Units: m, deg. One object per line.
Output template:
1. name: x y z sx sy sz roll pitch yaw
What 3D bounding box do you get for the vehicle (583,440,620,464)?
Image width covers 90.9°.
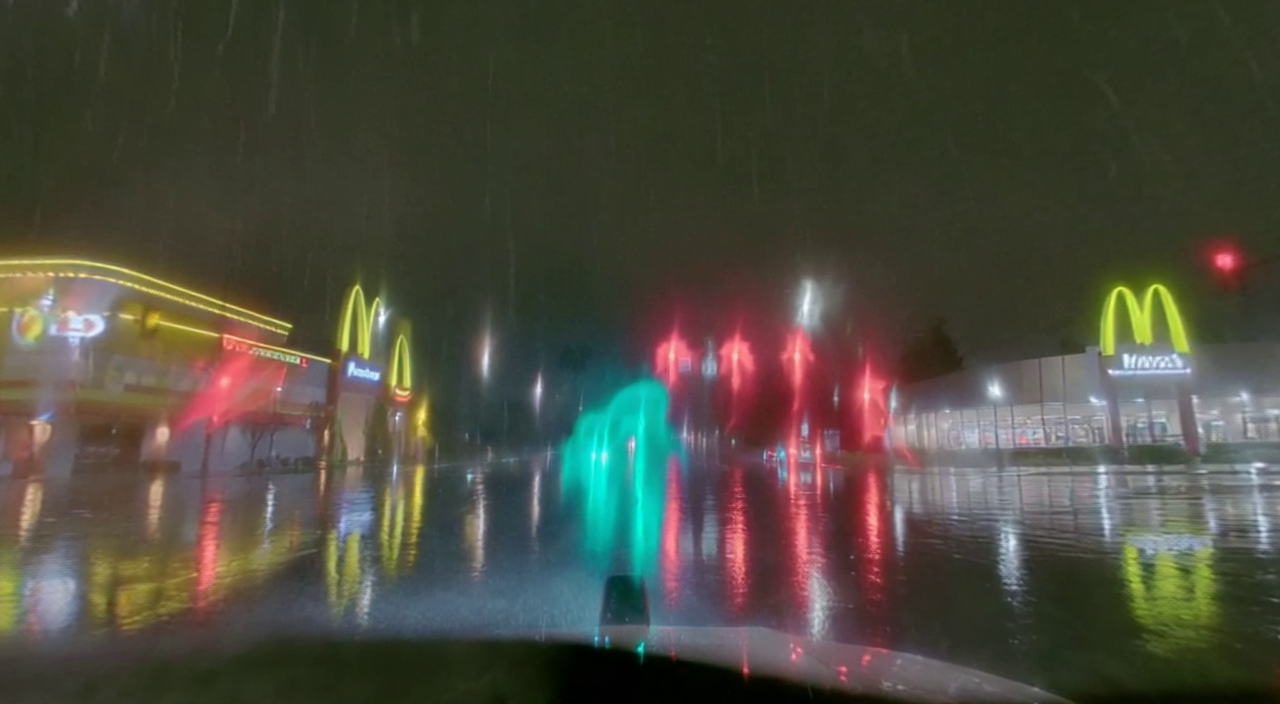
1. vehicle: -2.511 6.635 41.933 2.104 1.468 4.195 0 -8 1
